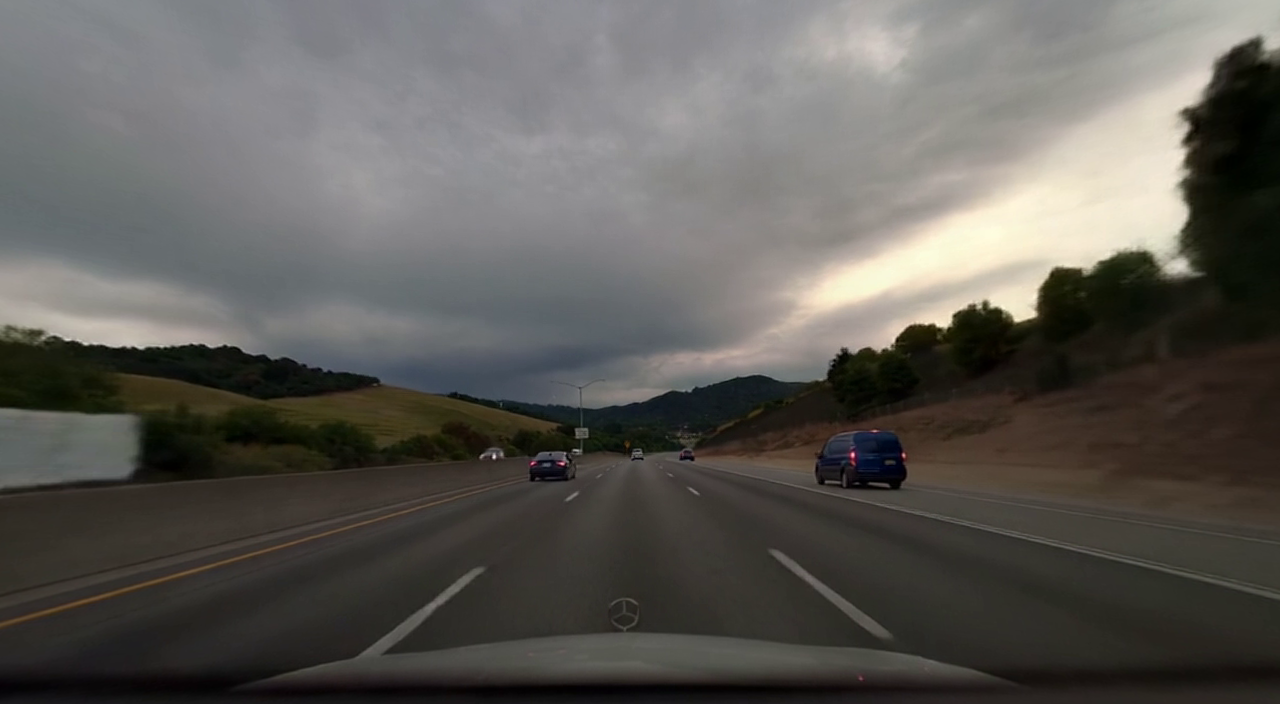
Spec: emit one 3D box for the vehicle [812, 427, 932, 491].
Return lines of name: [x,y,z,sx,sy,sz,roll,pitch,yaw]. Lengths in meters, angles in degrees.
vehicle: [7.832,3.664,21.859,2.133,1.933,4.986,0,-9,-1]

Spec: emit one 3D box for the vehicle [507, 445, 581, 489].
vehicle: [-3.620,4.422,24.599,2.160,1.530,4.500,0,-9,0]

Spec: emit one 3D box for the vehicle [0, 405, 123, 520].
vehicle: [-14.661,2.304,13.084,2.523,2.377,6.182,0,-9,0]
